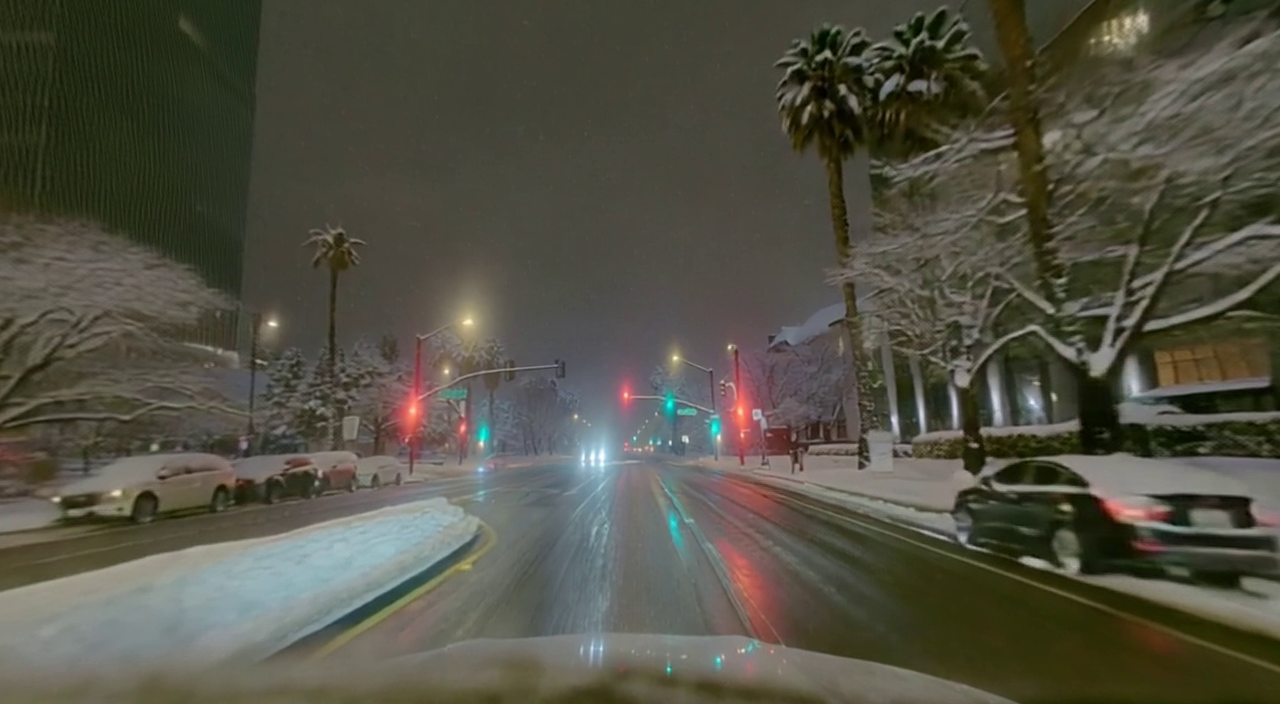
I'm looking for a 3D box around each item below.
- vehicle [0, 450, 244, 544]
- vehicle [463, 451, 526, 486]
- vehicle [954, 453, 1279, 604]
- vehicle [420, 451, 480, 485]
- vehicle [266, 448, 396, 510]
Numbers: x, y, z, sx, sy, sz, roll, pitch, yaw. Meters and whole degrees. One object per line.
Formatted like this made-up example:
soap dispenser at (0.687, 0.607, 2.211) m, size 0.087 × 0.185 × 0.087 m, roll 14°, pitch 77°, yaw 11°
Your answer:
vehicle at (-13.399, 3.659, 16.809) m, size 2.218 × 1.822 × 5.605 m, roll -6°, pitch -9°, yaw -1°
vehicle at (-6.646, 5.340, 29.266) m, size 1.868 × 1.467 × 4.267 m, roll 0°, pitch -9°, yaw 0°
vehicle at (5.728, 1.946, 7.783) m, size 1.784 × 1.350 × 3.677 m, roll 0°, pitch -9°, yaw 0°
vehicle at (-10.182, 6.201, 34.152) m, size 1.923 × 1.662 × 4.318 m, roll 0°, pitch -9°, yaw -1°
vehicle at (-9.722, 3.983, 20.331) m, size 1.940 × 1.726 × 4.395 m, roll 0°, pitch -9°, yaw 0°
